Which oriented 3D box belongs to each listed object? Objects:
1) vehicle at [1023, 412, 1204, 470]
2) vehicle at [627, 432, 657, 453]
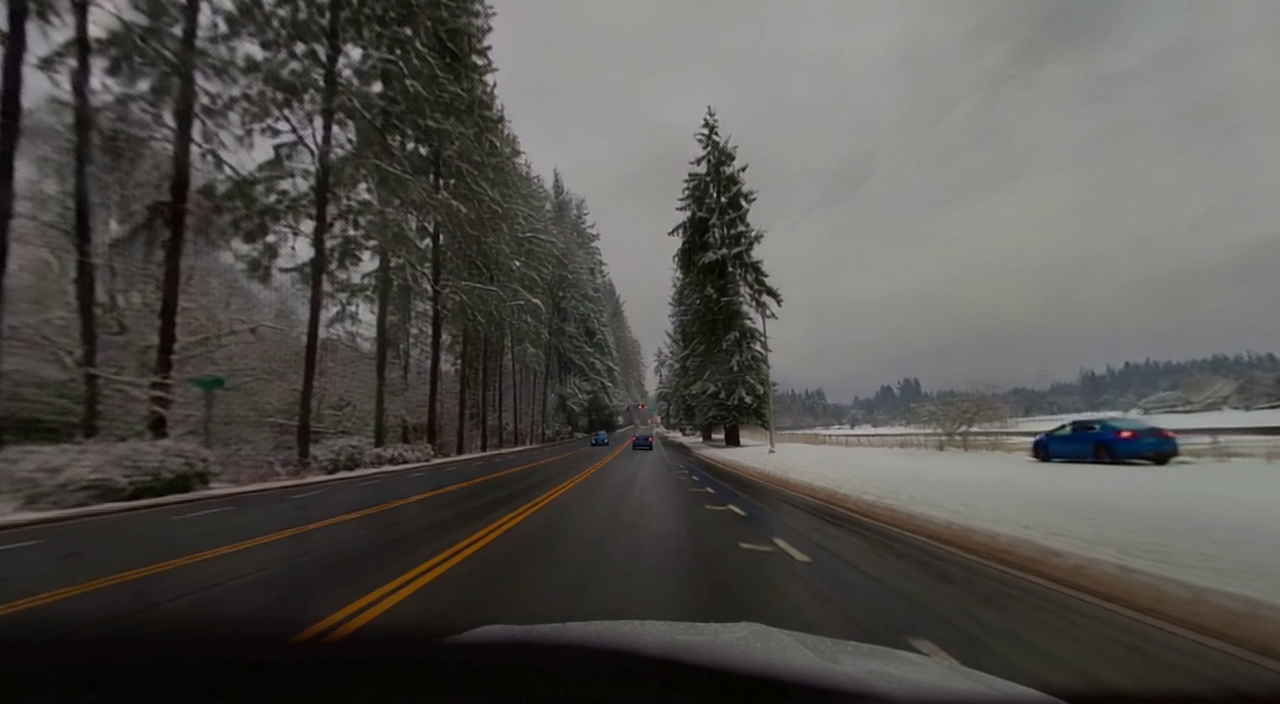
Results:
[{"bbox_3d":[13.517,2.596,18.473,1.762,1.479,4.546,0,-8,0],"label":"vehicle"},{"bbox_3d":[0.182,6.680,46.593,2.067,1.486,3.861,0,-9,2],"label":"vehicle"}]
